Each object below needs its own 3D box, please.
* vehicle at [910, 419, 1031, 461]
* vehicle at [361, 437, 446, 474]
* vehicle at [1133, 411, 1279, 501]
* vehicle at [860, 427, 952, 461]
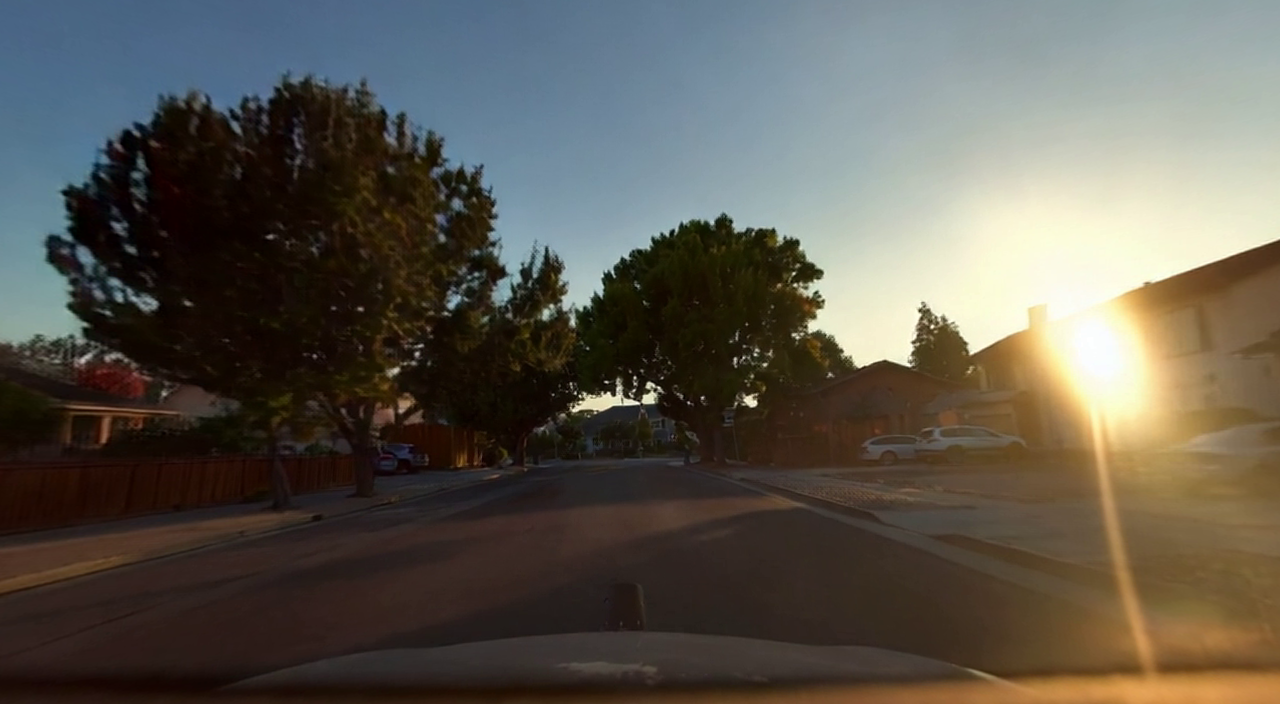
[{"bbox_3d":[14.285,3.866,27.599,4.261,1.725,1.955,-2,-9,16],"label":"vehicle"},{"bbox_3d":[-12.680,5.497,33.774,4.656,1.835,2.039,-7,-11,37],"label":"vehicle"},{"bbox_3d":[11.756,1.819,11.211,4.415,1.457,1.797,0,-9,2],"label":"vehicle"},{"bbox_3d":[12.978,4.544,31.063,3.780,1.601,2.025,-2,-9,13],"label":"vehicle"}]
